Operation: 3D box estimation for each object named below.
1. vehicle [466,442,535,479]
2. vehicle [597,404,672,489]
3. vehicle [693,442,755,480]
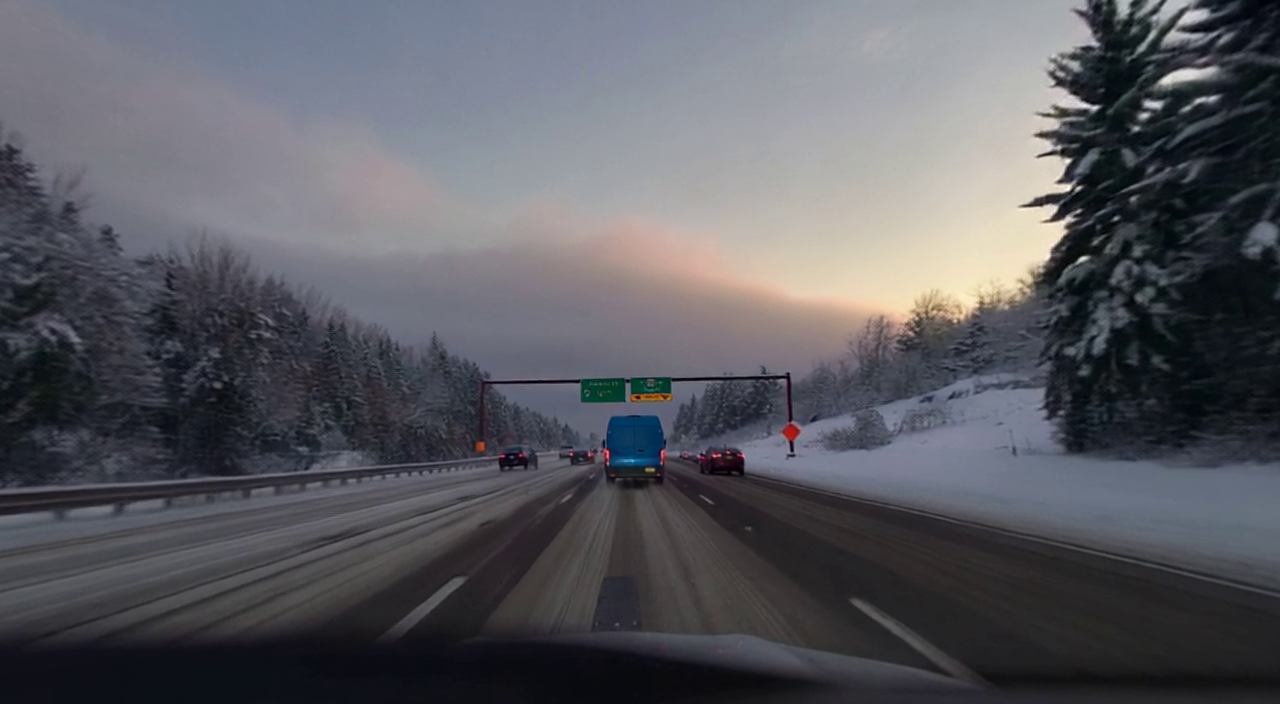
[{"bbox_3d":[-6.141,4.838,28.171,2.003,1.498,4.386,-1,-9,1],"label":"vehicle"},{"bbox_3d":[-0.232,3.252,21.647,2.268,2.551,5.144,0,-9,-1],"label":"vehicle"},{"bbox_3d":[3.563,4.719,27.410,2.015,1.491,4.732,0,-9,-1],"label":"vehicle"}]
